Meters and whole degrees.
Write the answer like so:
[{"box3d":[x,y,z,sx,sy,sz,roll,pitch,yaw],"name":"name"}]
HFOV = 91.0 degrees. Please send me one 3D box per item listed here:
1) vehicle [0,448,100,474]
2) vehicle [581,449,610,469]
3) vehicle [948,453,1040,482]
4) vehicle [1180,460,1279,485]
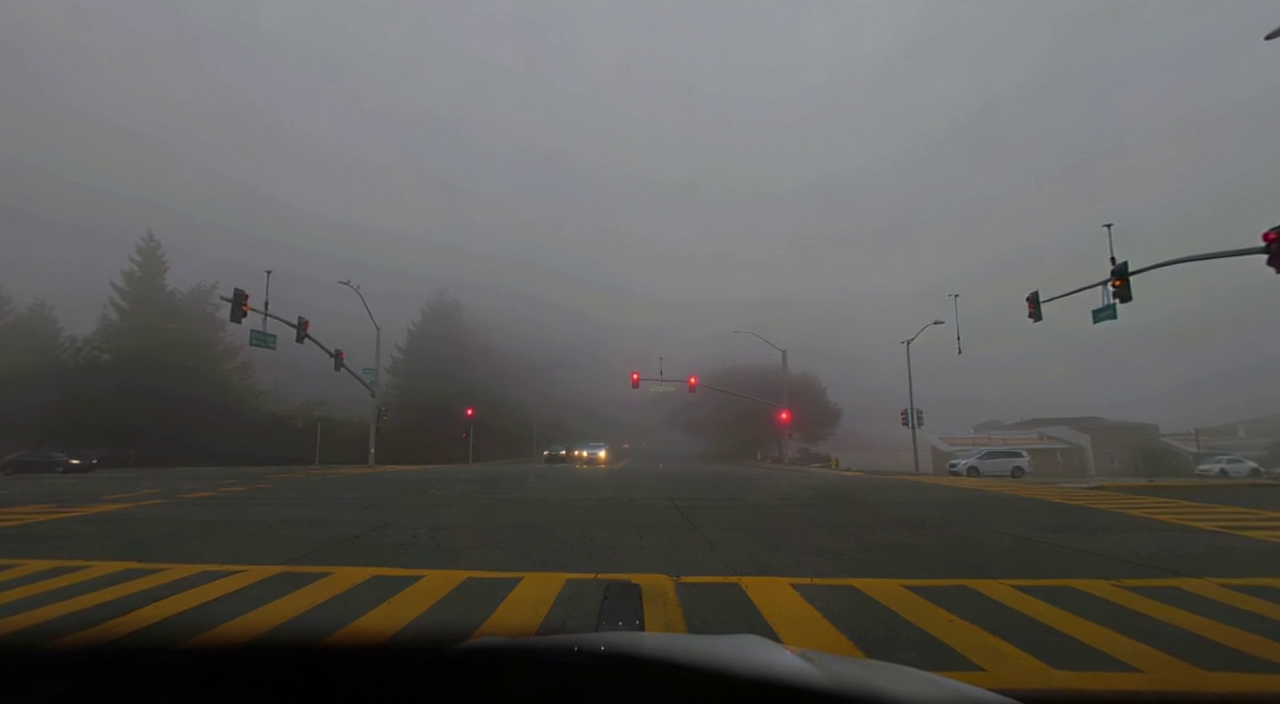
[{"box3d":[-35.143,6.425,37.187,4.741,1.447,1.807,0,-9,0],"name":"vehicle"},{"box3d":[-3.457,8.391,49.401,1.908,1.441,4.142,0,-8,1],"name":"vehicle"},{"box3d":[21.092,6.874,37.587,4.447,1.623,1.801,0,-9,-3],"name":"vehicle"},{"box3d":[36.221,7.317,38.296,4.976,1.428,1.929,0,-8,-2],"name":"vehicle"}]
